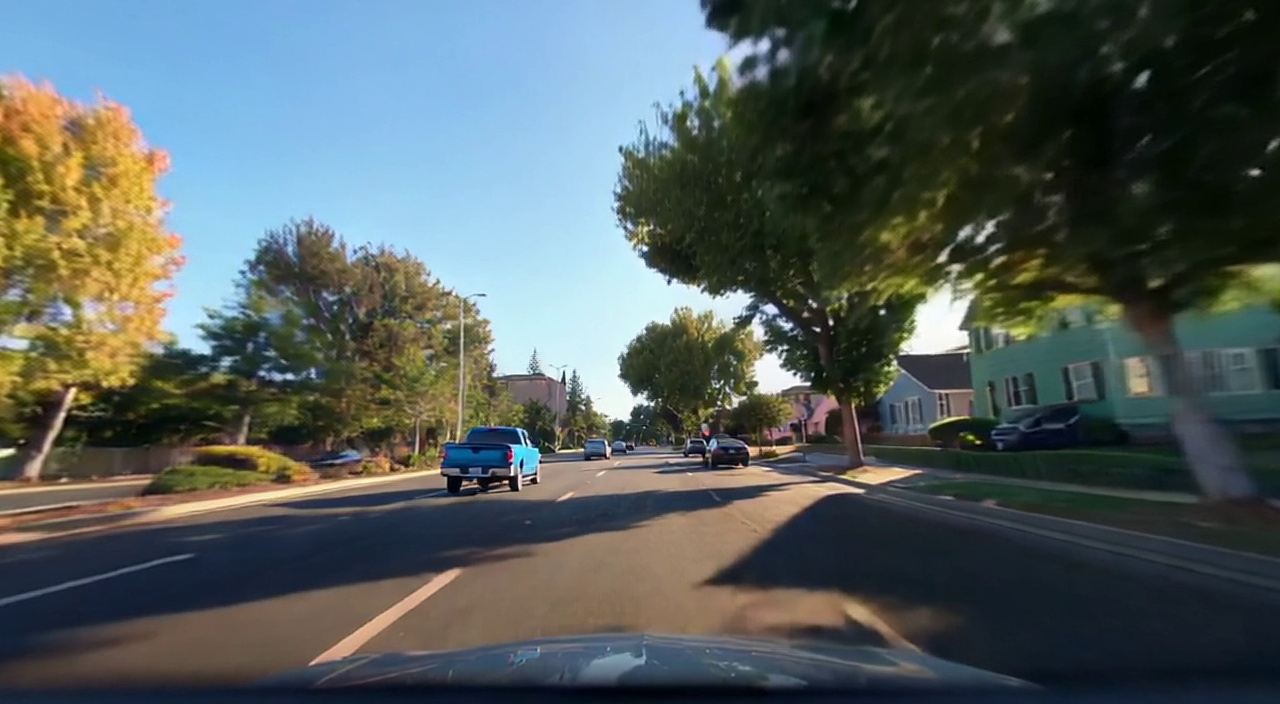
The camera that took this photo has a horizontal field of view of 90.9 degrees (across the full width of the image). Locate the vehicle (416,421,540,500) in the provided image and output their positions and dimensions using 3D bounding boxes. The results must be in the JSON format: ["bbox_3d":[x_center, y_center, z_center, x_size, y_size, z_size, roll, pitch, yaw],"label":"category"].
[{"bbox_3d":[-4.020,2.798,16.585,2.002,1.747,4.728,0,-8,0],"label":"vehicle"}]

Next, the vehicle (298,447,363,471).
[{"bbox_3d":[-20.374,7.044,41.686,1.939,1.475,4.491,0,-8,1],"label":"vehicle"}]

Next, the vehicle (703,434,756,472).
[{"bbox_3d":[4.327,4.936,31.031,2.016,1.736,4.356,0,-8,1],"label":"vehicle"}]
